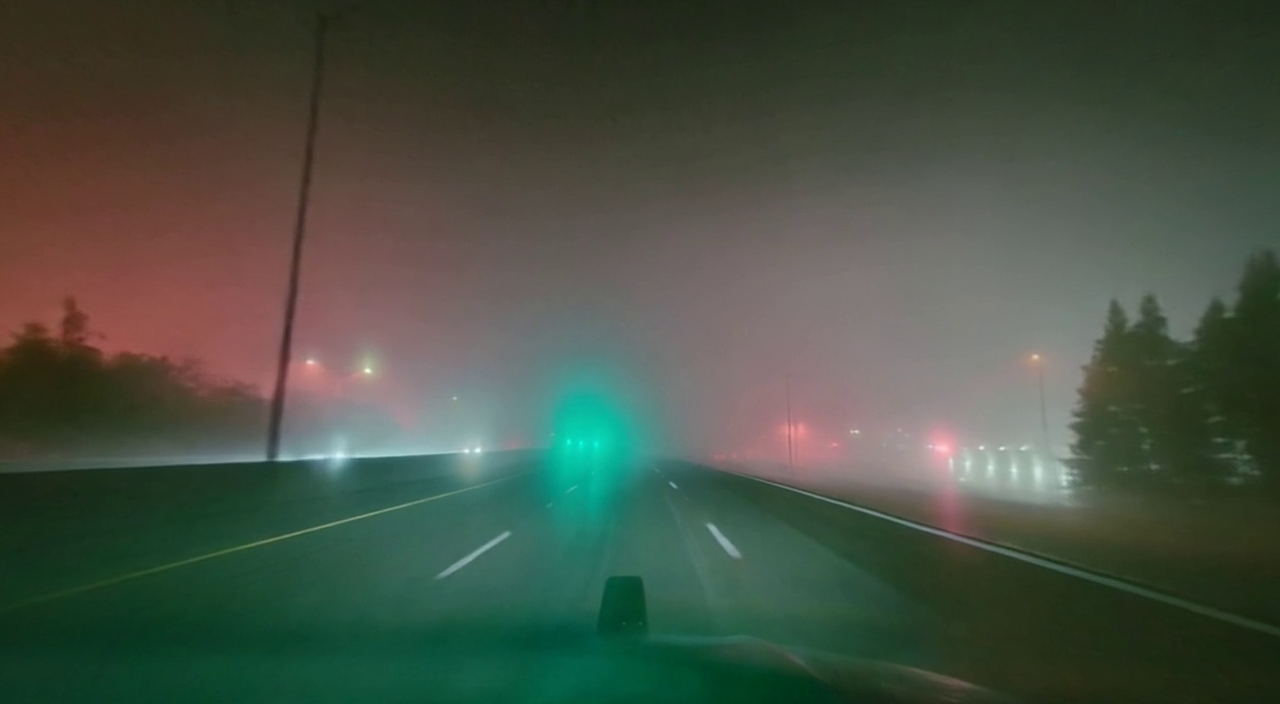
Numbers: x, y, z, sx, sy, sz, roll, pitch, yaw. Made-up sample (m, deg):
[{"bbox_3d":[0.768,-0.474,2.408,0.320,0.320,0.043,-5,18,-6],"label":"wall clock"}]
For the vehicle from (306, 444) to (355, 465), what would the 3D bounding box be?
[{"bbox_3d":[-23.523,7.789,48.082,1.914,1.457,3.812,0,-9,-1],"label":"vehicle"}]
